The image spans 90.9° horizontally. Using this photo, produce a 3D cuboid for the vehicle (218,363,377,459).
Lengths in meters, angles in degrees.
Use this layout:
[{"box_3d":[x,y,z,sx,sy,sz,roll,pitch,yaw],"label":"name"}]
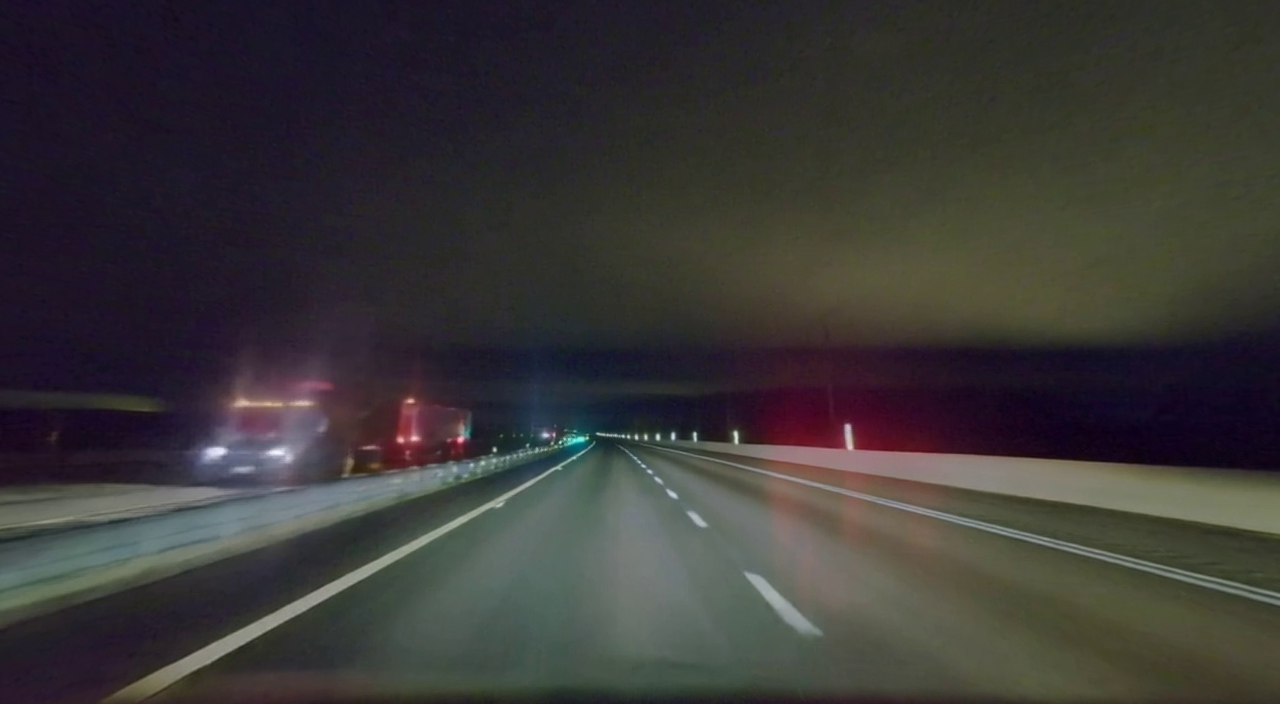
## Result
[{"box_3d":[-14.526,2.713,27.641,2.889,3.606,7.557,0,-8,-2],"label":"vehicle"}]
